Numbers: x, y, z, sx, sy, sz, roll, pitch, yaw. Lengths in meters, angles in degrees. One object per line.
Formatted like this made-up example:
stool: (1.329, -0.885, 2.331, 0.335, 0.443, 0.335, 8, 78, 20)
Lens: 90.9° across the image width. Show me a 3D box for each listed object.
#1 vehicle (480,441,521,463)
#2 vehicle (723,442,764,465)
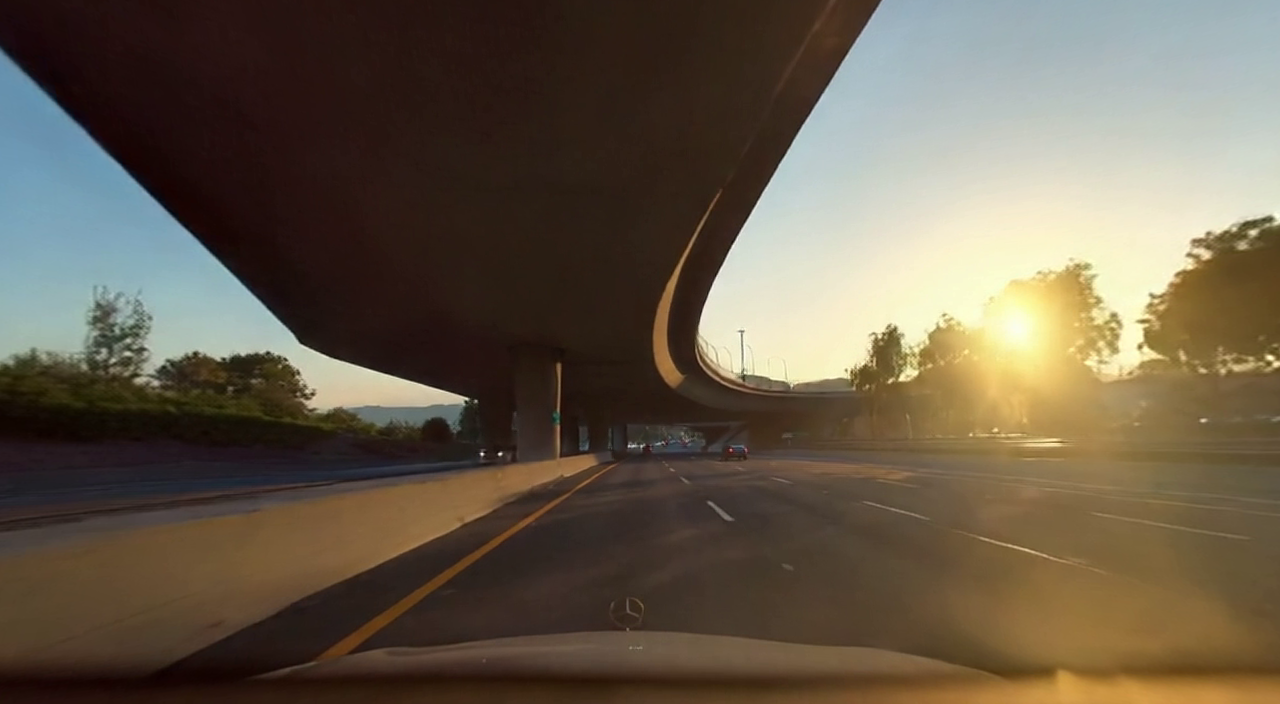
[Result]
vehicle: (-10.354, 7.483, 47.221, 2.027, 1.551, 4.656, 0, -8, 0)
vehicle: (6.972, 6.893, 42.972, 2.025, 1.484, 4.208, 0, -8, 0)
